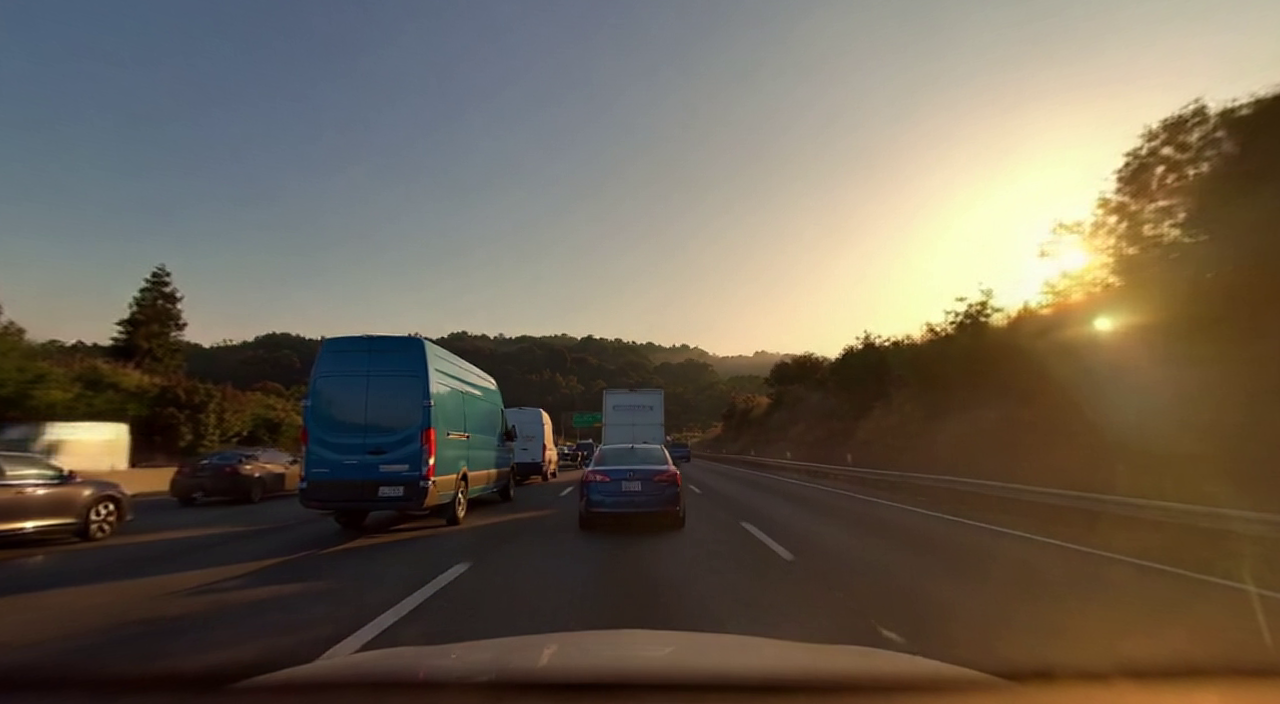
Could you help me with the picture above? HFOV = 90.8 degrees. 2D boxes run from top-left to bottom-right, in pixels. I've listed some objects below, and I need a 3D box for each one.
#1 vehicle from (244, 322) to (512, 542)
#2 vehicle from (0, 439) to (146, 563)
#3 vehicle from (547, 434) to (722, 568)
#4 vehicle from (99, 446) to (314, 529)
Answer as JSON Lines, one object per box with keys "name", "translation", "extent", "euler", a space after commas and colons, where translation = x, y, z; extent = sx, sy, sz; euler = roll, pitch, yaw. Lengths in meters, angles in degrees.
{"name": "vehicle", "translation": [-4.077, 1.520, 11.645], "extent": [2.254, 2.879, 6.656], "euler": [0, -9, -2]}
{"name": "vehicle", "translation": [-8.815, 1.836, 7.703], "extent": [1.899, 1.503, 4.466], "euler": [-1, -9, 1]}
{"name": "vehicle", "translation": [-0.097, 1.964, 8.968], "extent": [1.995, 1.495, 3.380], "euler": [0, -9, -1]}
{"name": "vehicle", "translation": [-8.932, 2.776, 13.496], "extent": [1.797, 1.466, 3.924], "euler": [0, -9, 0]}
